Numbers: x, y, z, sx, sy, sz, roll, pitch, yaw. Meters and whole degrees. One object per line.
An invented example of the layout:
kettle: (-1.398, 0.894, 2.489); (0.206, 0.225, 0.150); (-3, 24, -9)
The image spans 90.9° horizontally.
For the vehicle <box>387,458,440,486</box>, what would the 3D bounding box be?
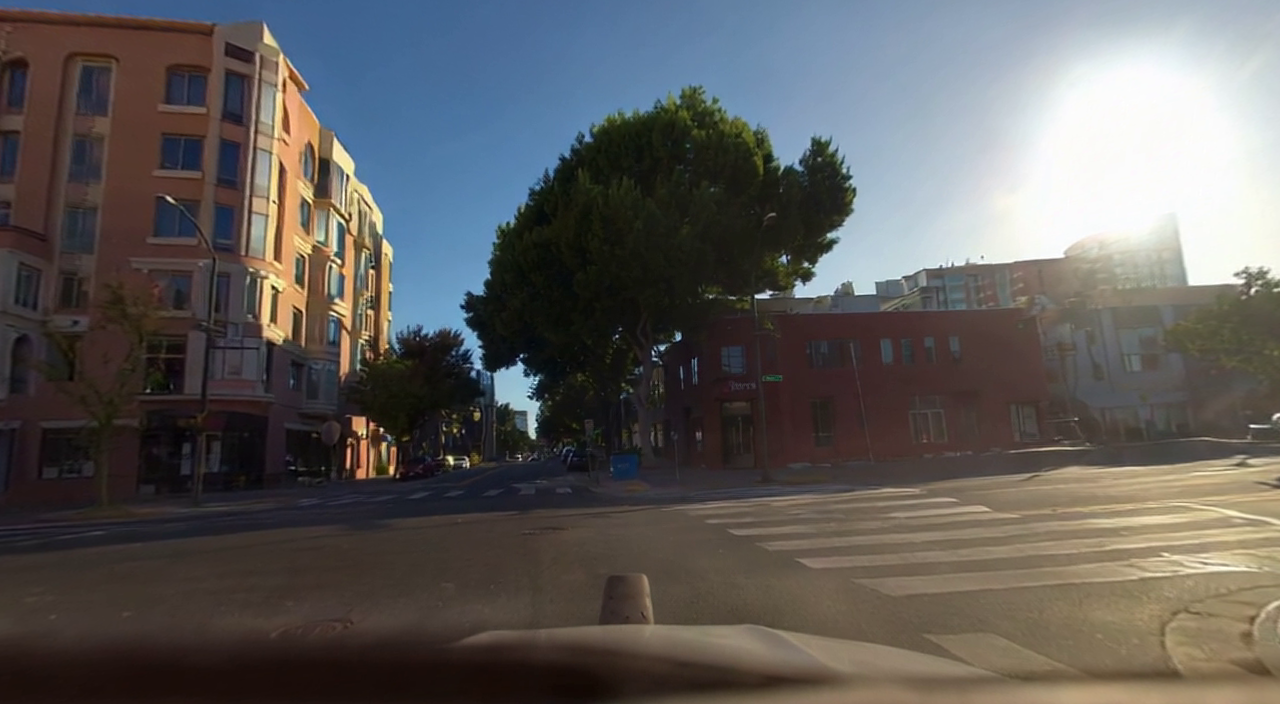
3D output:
vehicle: (-13.404, 7.089, 37.523); (2.033, 1.491, 4.298); (1, -9, -7)
